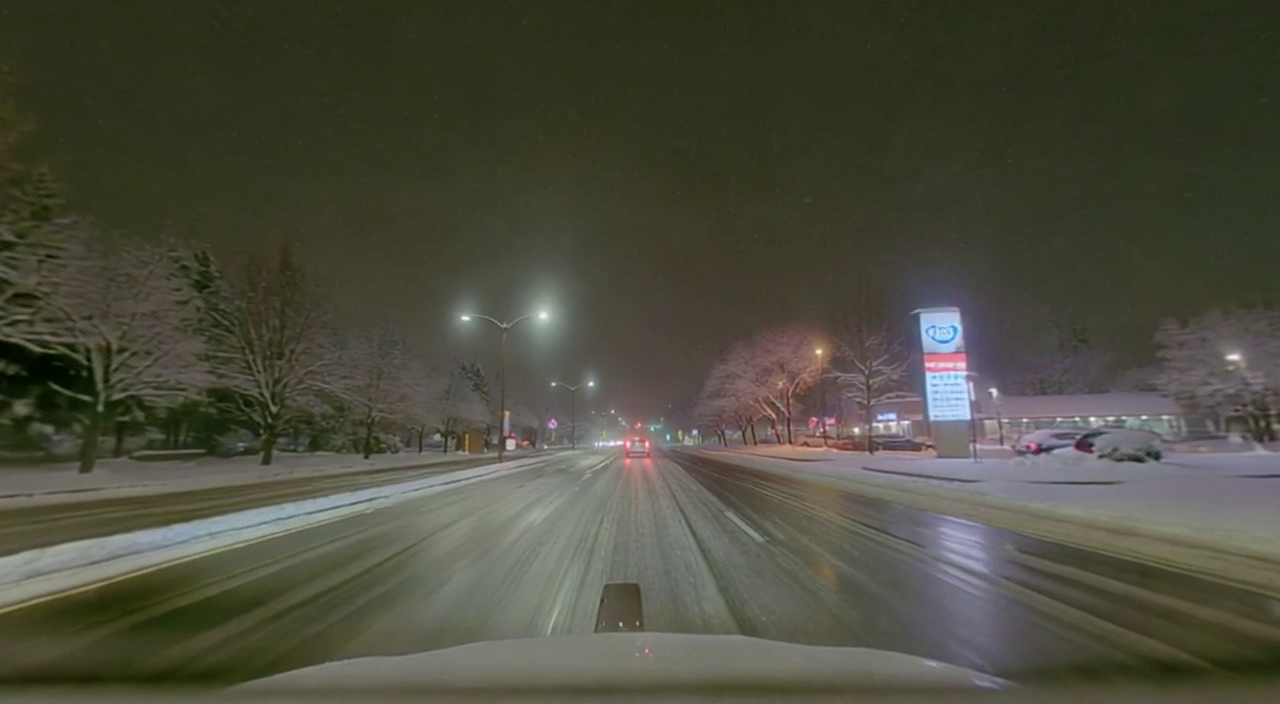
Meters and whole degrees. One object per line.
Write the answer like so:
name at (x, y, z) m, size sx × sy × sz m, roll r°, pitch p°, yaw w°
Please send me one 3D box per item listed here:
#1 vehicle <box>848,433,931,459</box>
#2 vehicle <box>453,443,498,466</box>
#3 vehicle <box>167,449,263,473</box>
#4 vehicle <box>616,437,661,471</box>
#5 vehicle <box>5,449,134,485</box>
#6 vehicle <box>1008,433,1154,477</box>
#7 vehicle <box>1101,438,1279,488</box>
vehicle at (17.883, 6.742, 45.249) m, size 5.083 × 1.778 × 2.063 m, roll 0°, pitch -9°, yaw 0°
vehicle at (-11.916, 7.433, 45.952) m, size 2.041 × 1.553 × 4.433 m, roll 0°, pitch -8°, yaw 0°
vehicle at (-26.863, 6.874, 39.922) m, size 4.660 × 1.446 × 1.870 m, roll 0°, pitch -8°, yaw -3°
vehicle at (-0.097, 4.806, 29.795) m, size 1.998 × 1.452 × 3.773 m, roll 0°, pitch -8°, yaw -1°
vehicle at (-27.114, 5.447, 30.014) m, size 4.355 × 1.504 × 1.874 m, roll -2°, pitch -9°, yaw 1°
vehicle at (16.286, 3.843, 23.623) m, size 1.949 × 1.458 × 4.865 m, roll 0°, pitch -8°, yaw 0°
vehicle at (16.525, 3.247, 18.744) m, size 1.860 × 1.276 × 4.671 m, roll 0°, pitch -8°, yaw -4°
